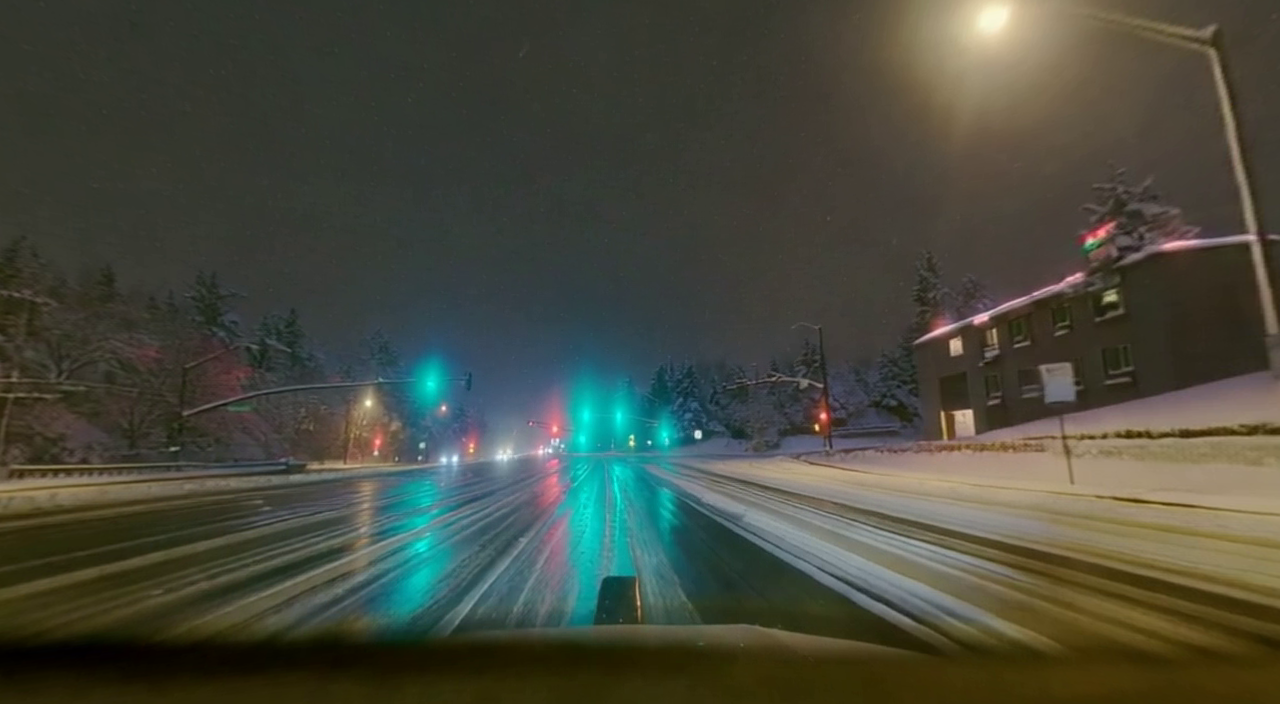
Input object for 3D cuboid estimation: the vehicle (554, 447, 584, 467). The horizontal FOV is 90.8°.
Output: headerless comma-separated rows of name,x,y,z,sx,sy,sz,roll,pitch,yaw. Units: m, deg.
vehicle,-5.535,8.208,49.656,2.073,1.445,4.151,0,-8,-2
